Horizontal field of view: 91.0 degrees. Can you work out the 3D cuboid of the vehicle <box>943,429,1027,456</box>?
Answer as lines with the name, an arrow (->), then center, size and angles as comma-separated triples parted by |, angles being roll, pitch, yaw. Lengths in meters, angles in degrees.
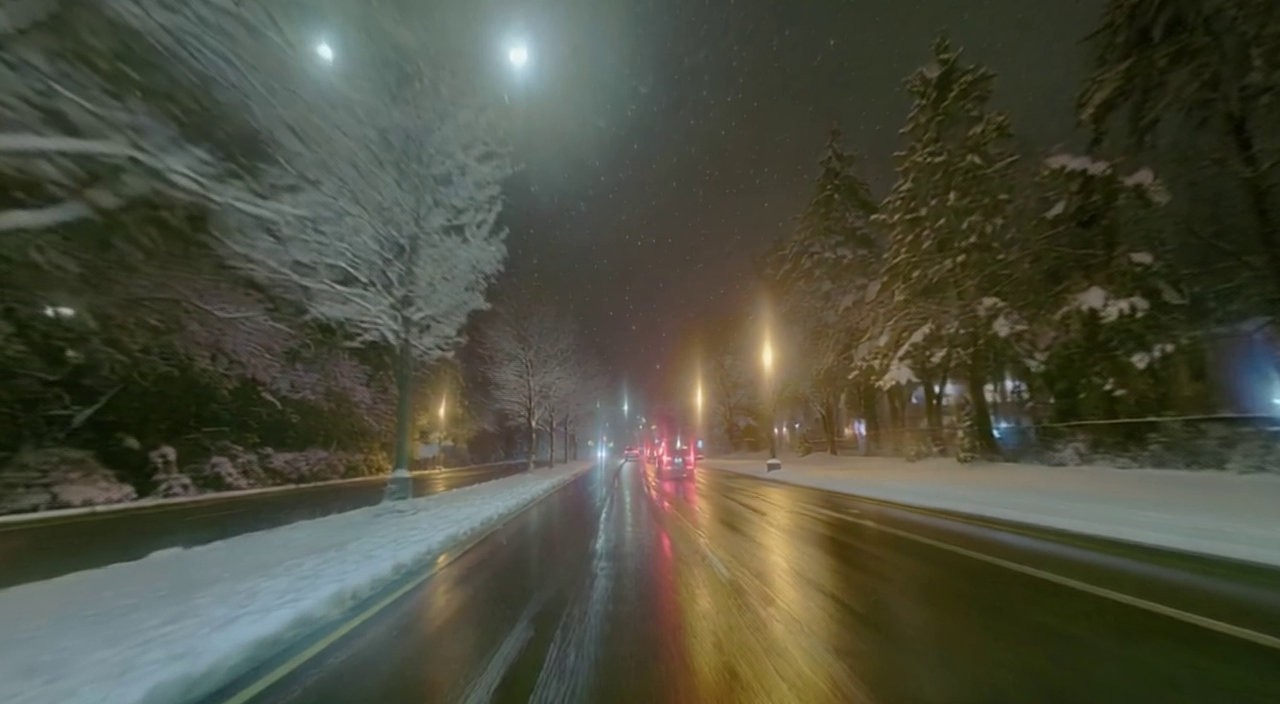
vehicle -> 27.333, 7.189, 49.995 | 5.465, 2.116, 2.004 | 0, -9, 0

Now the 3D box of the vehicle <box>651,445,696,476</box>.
vehicle -> 1.766, 5.918, 34.528 | 2.044, 1.537, 4.528 | 0, -9, -2
